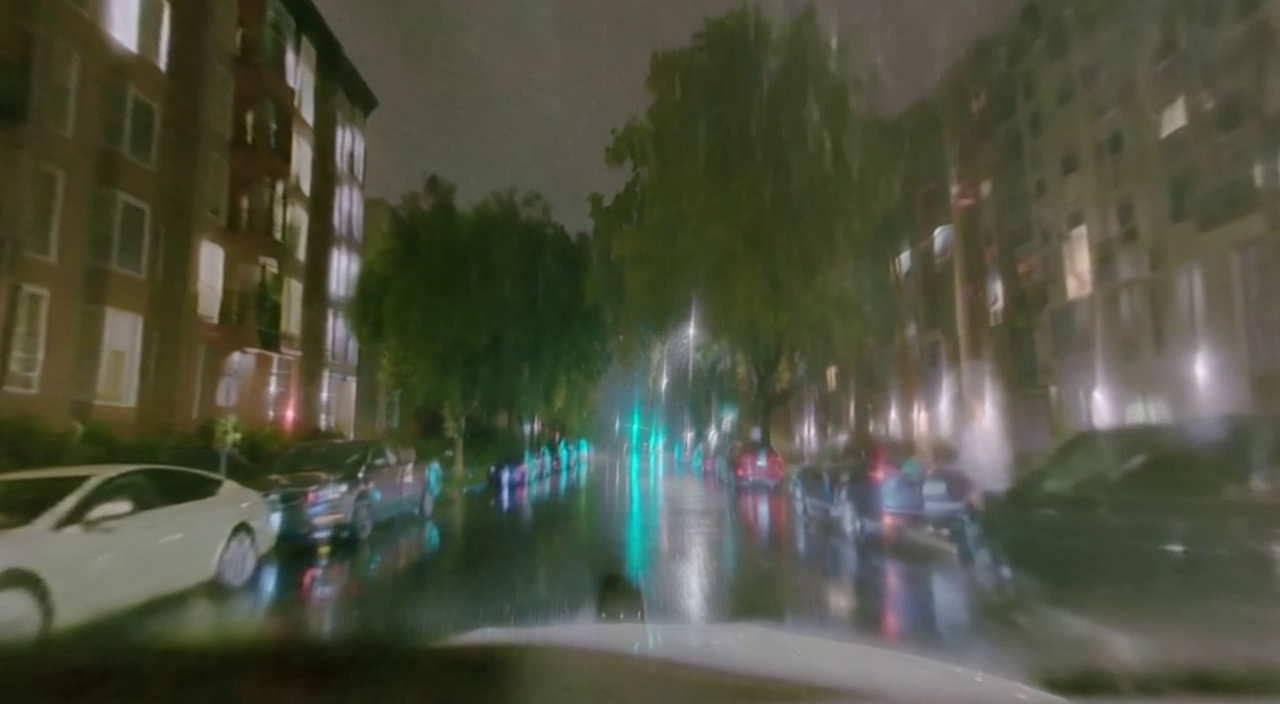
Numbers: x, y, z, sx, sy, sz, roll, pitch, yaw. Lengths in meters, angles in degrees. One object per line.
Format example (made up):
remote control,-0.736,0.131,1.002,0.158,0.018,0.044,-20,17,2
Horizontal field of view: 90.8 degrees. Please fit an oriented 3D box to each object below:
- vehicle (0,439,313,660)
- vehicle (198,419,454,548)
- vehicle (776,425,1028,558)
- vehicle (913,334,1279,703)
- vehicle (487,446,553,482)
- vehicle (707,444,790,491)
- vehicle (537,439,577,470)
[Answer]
vehicle,-5.316,1.603,5.838,2.026,1.461,4.837,-2,-8,0
vehicle,-5.306,2.281,11.733,2.213,1.825,4.986,-1,-8,0
vehicle,3.811,2.100,10.343,1.992,1.643,4.735,0,-8,-1
vehicle,3.755,0.973,3.598,2.082,1.809,4.998,0,-8,-1
vehicle,-5.293,4.975,28.463,2.080,1.458,4.511,0,-8,0
vehicle,3.659,3.974,22.237,1.881,1.460,4.737,0,-8,-3
vehicle,-5.398,6.740,41.835,2.069,1.881,4.697,0,-8,-1
